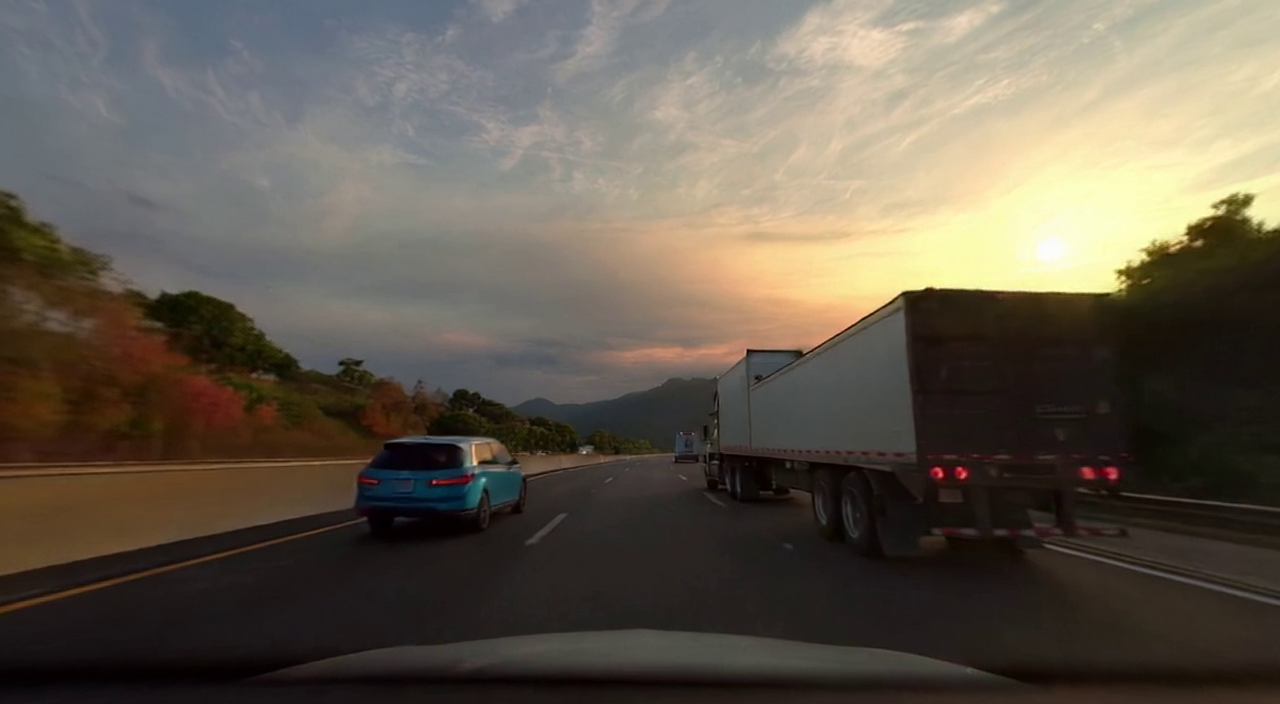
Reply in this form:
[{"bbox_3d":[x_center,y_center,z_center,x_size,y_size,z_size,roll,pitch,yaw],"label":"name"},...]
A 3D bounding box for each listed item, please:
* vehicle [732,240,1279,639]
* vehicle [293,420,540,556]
[{"bbox_3d":[4.316,1.773,12.416,2.868,3.427,14.032,0,-9,0],"label":"vehicle"},{"bbox_3d":[-3.161,2.054,10.168,2.297,1.683,4.385,0,-9,1],"label":"vehicle"}]
